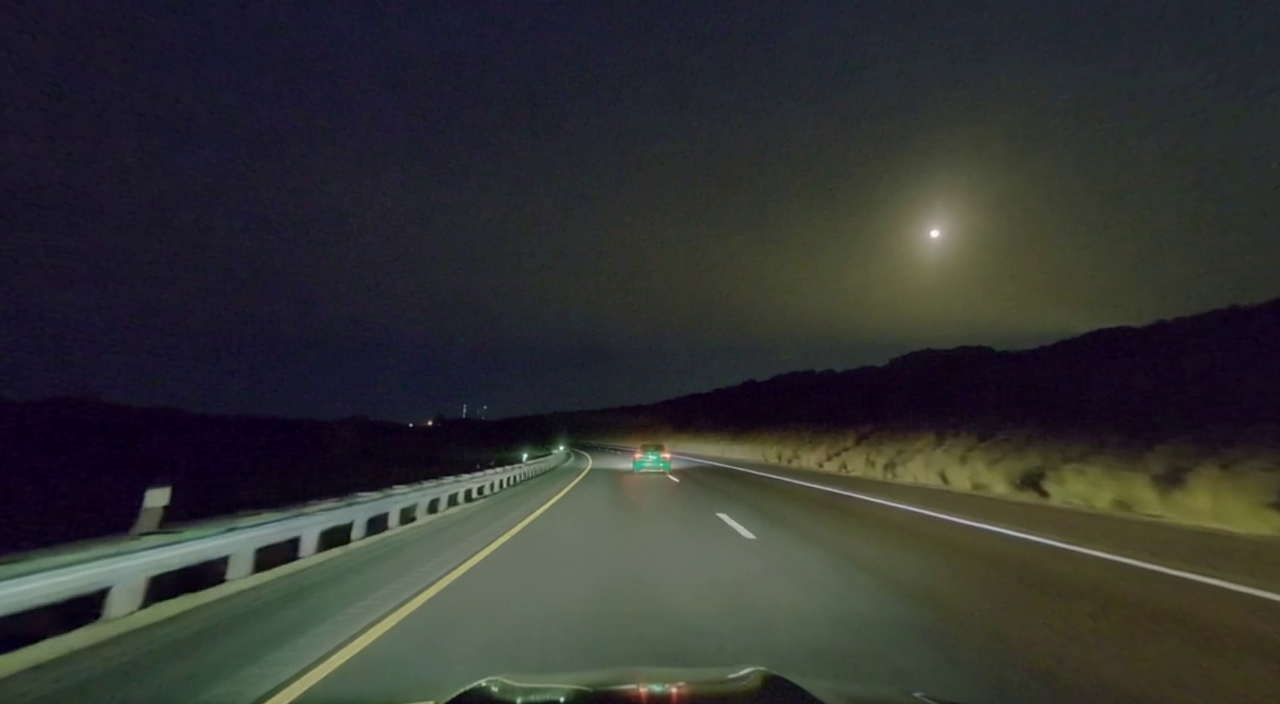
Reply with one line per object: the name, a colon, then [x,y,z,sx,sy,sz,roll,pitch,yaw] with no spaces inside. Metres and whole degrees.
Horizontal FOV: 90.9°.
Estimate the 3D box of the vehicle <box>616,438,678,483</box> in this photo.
vehicle: [0.142,3.860,22.763,2.029,1.474,4.183,0,-8,-2]
